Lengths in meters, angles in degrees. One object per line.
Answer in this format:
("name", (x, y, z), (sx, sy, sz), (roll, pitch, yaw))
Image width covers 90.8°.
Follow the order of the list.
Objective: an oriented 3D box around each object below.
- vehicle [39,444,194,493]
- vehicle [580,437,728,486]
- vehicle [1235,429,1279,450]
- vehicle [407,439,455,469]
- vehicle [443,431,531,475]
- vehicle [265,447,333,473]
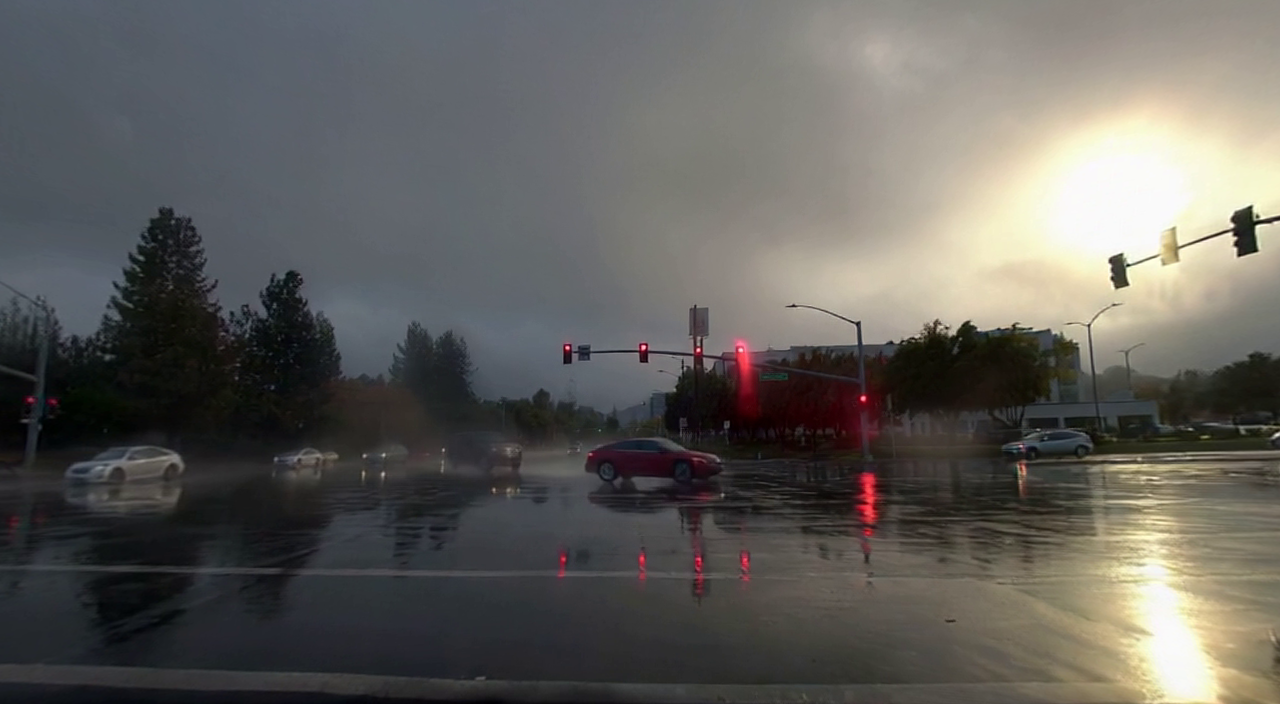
("vehicle", (-19.538, 4.337, 23.916), (1.924, 1.656, 4.593), (0, -9, 0))
("vehicle", (0.422, 3.672, 21.411), (4.532, 1.467, 2.135), (-6, -10, 32))
("vehicle", (45.677, 6.275, 45.252), (1.786, 1.412, 4.330), (0, -9, 0))
("vehicle", (-12.599, 6.148, 38.349), (1.982, 1.678, 4.180), (1, -9, -8))
("vehicle", (-7.200, 4.685, 29.417), (2.017, 1.877, 4.767), (7, -11, -40))
("vehicle", (-23.213, 7.353, 43.219), (2.041, 1.642, 4.628), (0, -9, 0))
